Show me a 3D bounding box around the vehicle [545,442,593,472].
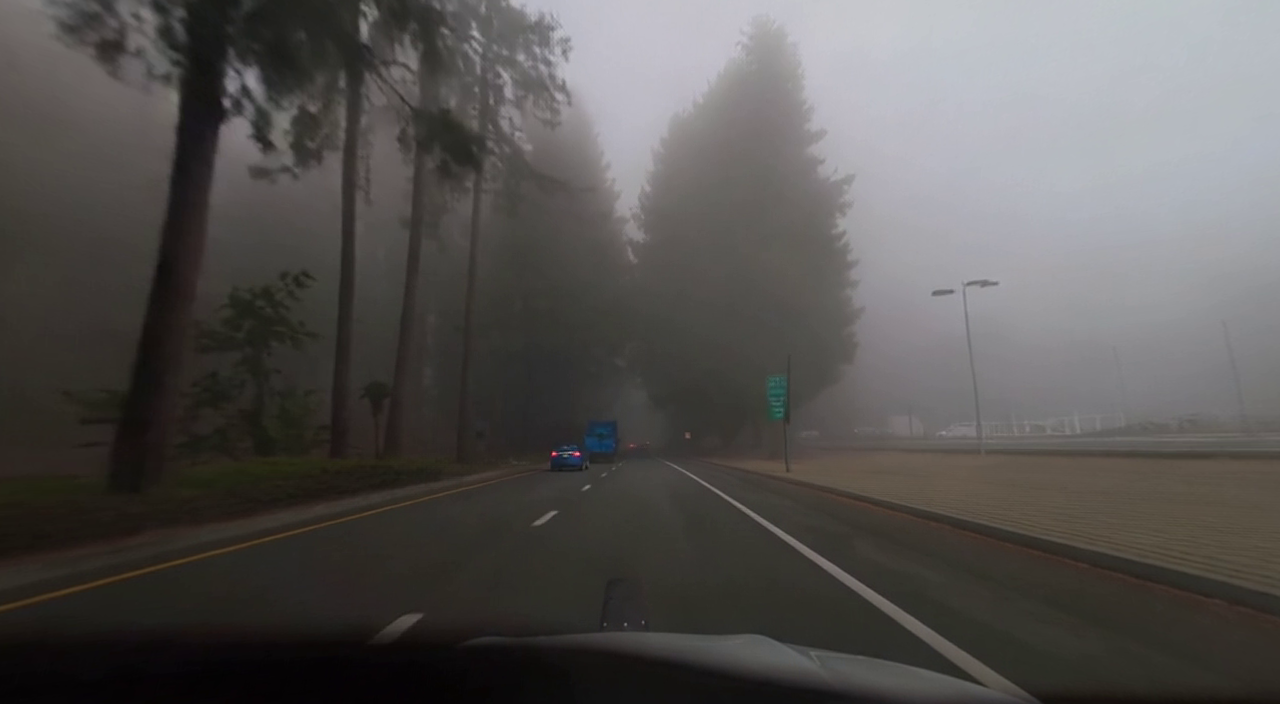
[{"bbox_3d":[-3.689,5.543,33.511,2.005,1.462,4.345,0,-8,1],"label":"vehicle"}]
